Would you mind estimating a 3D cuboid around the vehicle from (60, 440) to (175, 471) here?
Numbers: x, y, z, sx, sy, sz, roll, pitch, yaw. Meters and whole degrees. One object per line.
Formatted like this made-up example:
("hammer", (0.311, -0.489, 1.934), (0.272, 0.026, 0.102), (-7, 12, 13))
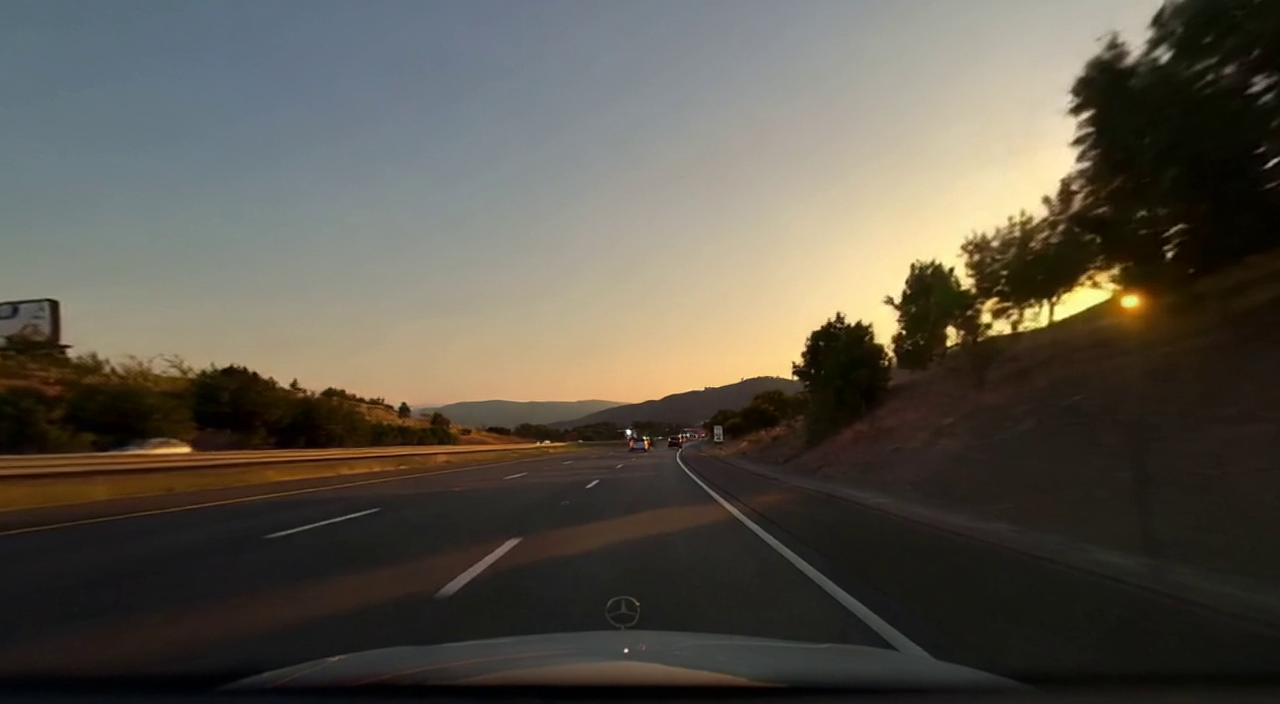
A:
("vehicle", (-28.357, 5.620, 34.447), (1.970, 1.543, 4.830), (0, -9, 3))
